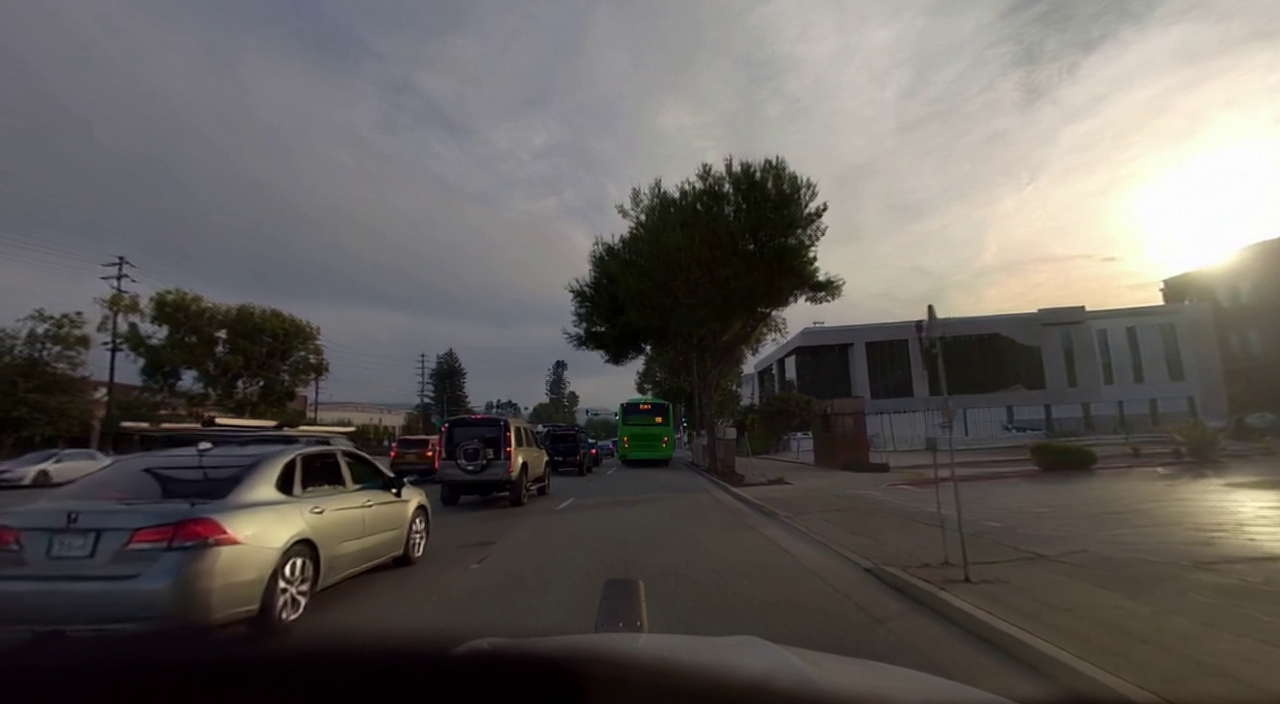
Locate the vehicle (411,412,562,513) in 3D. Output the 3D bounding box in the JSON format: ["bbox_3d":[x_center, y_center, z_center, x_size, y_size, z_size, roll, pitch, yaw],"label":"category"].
[{"bbox_3d":[-3.213,2.467,14.519,2.095,1.892,5.043,0,-9,1],"label":"vehicle"}]

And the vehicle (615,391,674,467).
[{"bbox_3d":[0.330,4.812,38.053,2.970,3.857,12.200,0,-9,1],"label":"vehicle"}]

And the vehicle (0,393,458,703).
[{"bbox_3d":[-3.290,1.328,5.408,2.042,1.571,4.475,0,-9,1],"label":"vehicle"}]
